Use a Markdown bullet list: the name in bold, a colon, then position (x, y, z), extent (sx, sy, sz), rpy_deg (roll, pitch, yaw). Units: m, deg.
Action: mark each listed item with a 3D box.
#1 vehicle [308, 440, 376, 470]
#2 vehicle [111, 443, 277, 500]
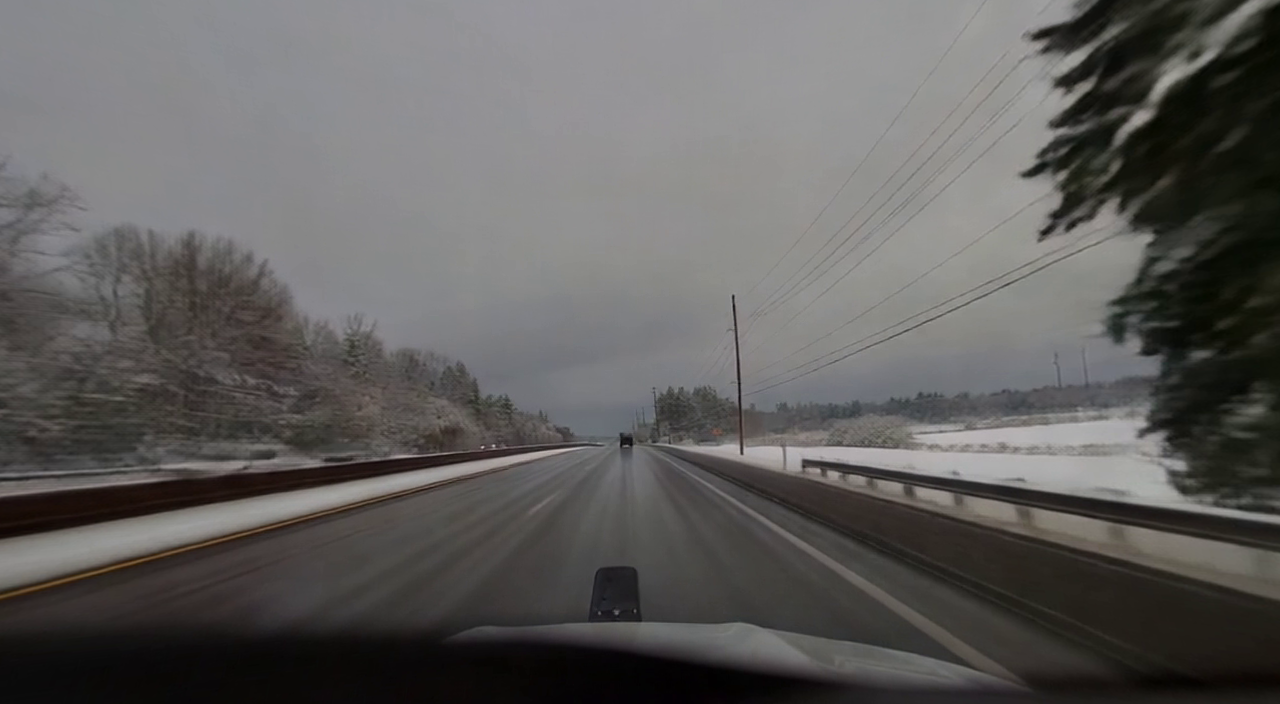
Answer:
- **vehicle**: position (-17.456, 6.015, 37.140), extent (1.962, 1.590, 4.258), rpy_deg (-1, -8, -1)
- **vehicle**: position (-12.953, 3.444, 18.691), extent (1.817, 1.451, 4.292), rpy_deg (0, -8, -1)
